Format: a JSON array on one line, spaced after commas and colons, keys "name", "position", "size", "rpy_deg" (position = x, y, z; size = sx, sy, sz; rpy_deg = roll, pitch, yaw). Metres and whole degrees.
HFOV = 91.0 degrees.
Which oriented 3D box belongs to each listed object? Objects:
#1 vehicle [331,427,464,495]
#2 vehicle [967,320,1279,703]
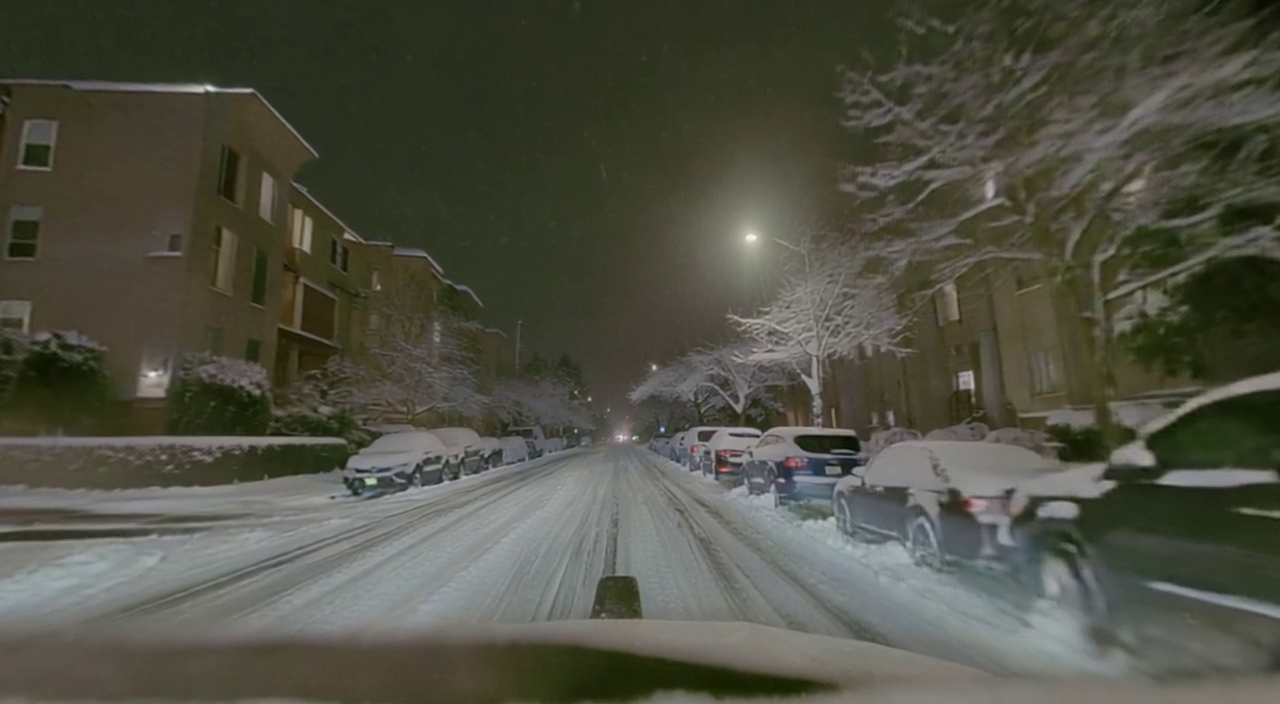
[{"name": "vehicle", "position": [-7.668, 3.587, 20.697], "size": [2.384, 1.781, 5.492], "rpy_deg": [-3, -10, -2]}, {"name": "vehicle", "position": [4.119, 0.771, 2.366], "size": [2.365, 1.970, 6.011], "rpy_deg": [0, -9, -2]}]
